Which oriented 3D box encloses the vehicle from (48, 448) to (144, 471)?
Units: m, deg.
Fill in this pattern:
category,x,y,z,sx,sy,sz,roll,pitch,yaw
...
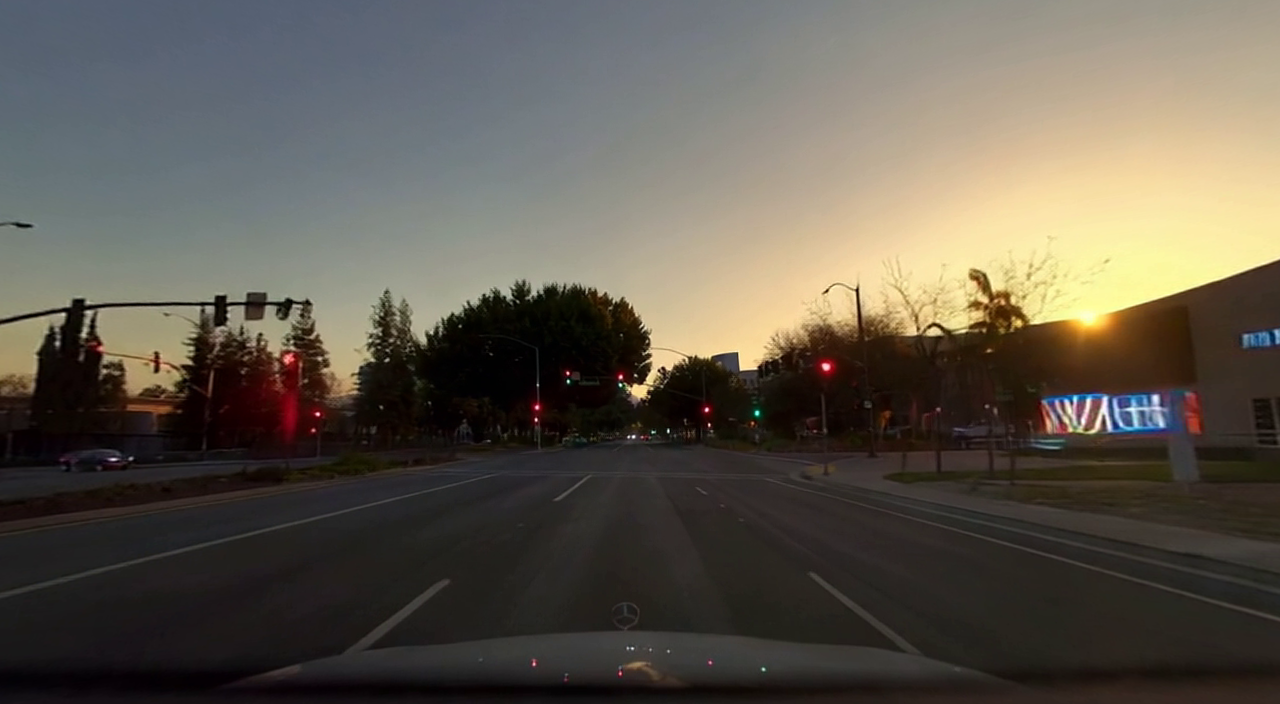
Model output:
category,x,y,z,sx,sy,sz,roll,pitch,yaw
vehicle,-35.395,6.987,41.185,4.500,1.465,1.936,0,-8,1
